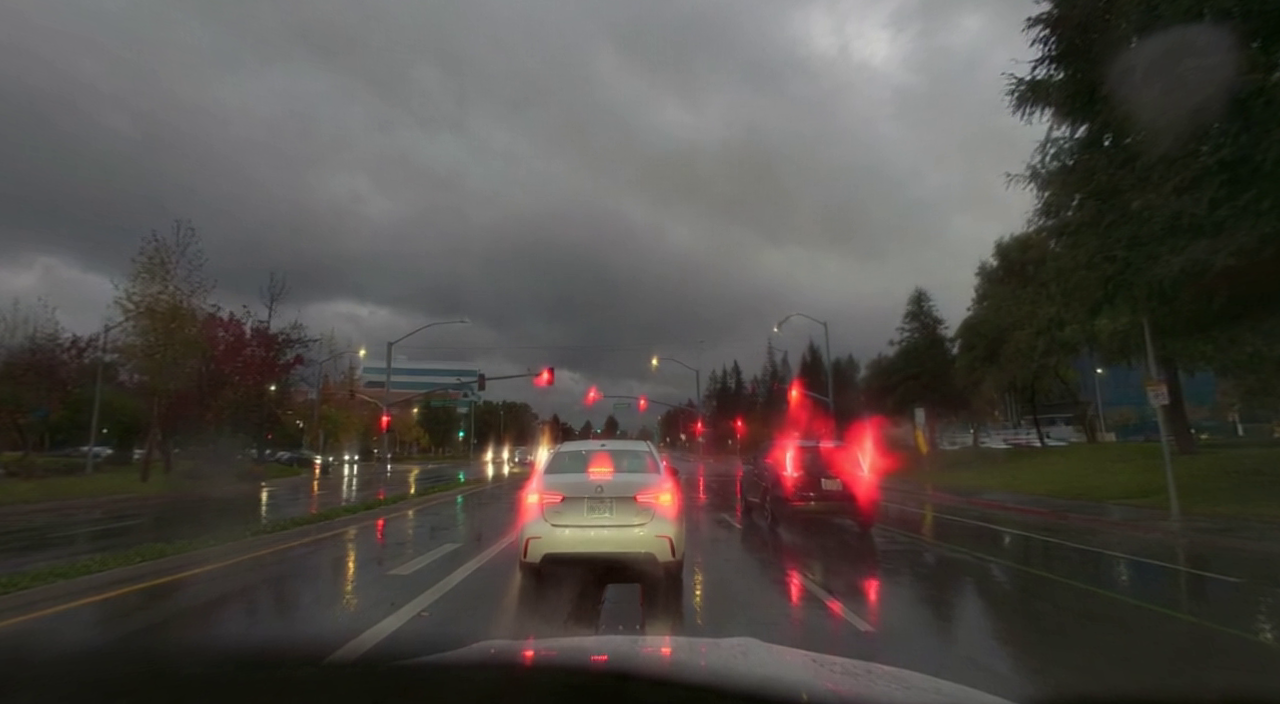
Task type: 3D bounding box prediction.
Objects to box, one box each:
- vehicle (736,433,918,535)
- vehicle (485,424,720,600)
[{"bbox_3d":[3.110,2.284,11.572,1.910,1.474,4.263,0,-9,-2],"label":"vehicle"},{"bbox_3d":[-0.347,1.645,7.267,2.006,1.487,3.535,0,-9,-1],"label":"vehicle"}]
